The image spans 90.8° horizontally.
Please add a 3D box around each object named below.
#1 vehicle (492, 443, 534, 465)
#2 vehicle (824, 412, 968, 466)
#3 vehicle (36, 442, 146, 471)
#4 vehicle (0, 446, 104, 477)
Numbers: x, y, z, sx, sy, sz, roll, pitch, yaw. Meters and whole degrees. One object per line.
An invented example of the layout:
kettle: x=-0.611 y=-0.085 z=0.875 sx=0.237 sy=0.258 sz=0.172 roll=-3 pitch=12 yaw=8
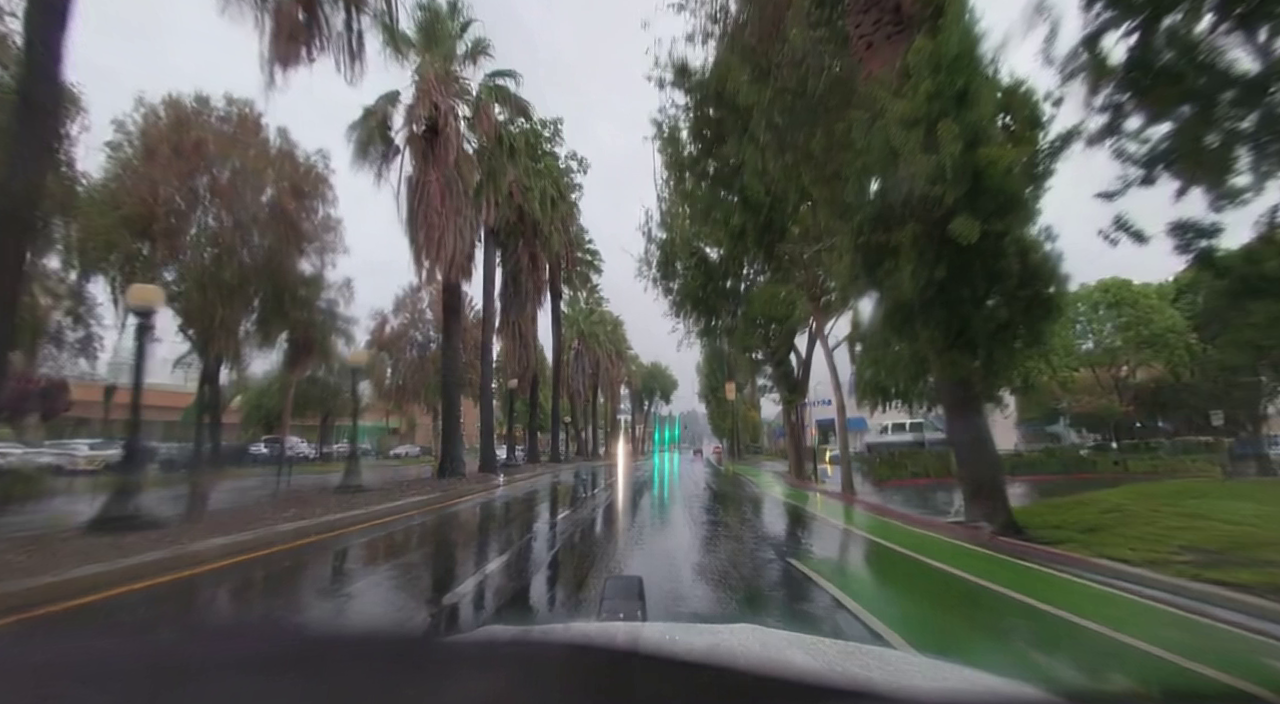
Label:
vehicle: x=-9.390 y=7.574 z=47.097 sx=1.925 sy=1.492 sz=4.200 roll=-1 pitch=-9 yaw=5
vehicle: x=15.549 y=5.311 z=38.698 sx=7.635 sy=3.131 sz=2.691 roll=0 pitch=-9 yaw=-4
vehicle: x=-29.896 y=5.670 z=34.503 sx=4.143 sy=1.501 sz=1.929 roll=0 pitch=-8 yaw=0
vehicle: x=-29.987 y=5.440 z=31.477 sx=4.683 sy=1.446 sz=2.037 roll=0 pitch=-8 yaw=0
